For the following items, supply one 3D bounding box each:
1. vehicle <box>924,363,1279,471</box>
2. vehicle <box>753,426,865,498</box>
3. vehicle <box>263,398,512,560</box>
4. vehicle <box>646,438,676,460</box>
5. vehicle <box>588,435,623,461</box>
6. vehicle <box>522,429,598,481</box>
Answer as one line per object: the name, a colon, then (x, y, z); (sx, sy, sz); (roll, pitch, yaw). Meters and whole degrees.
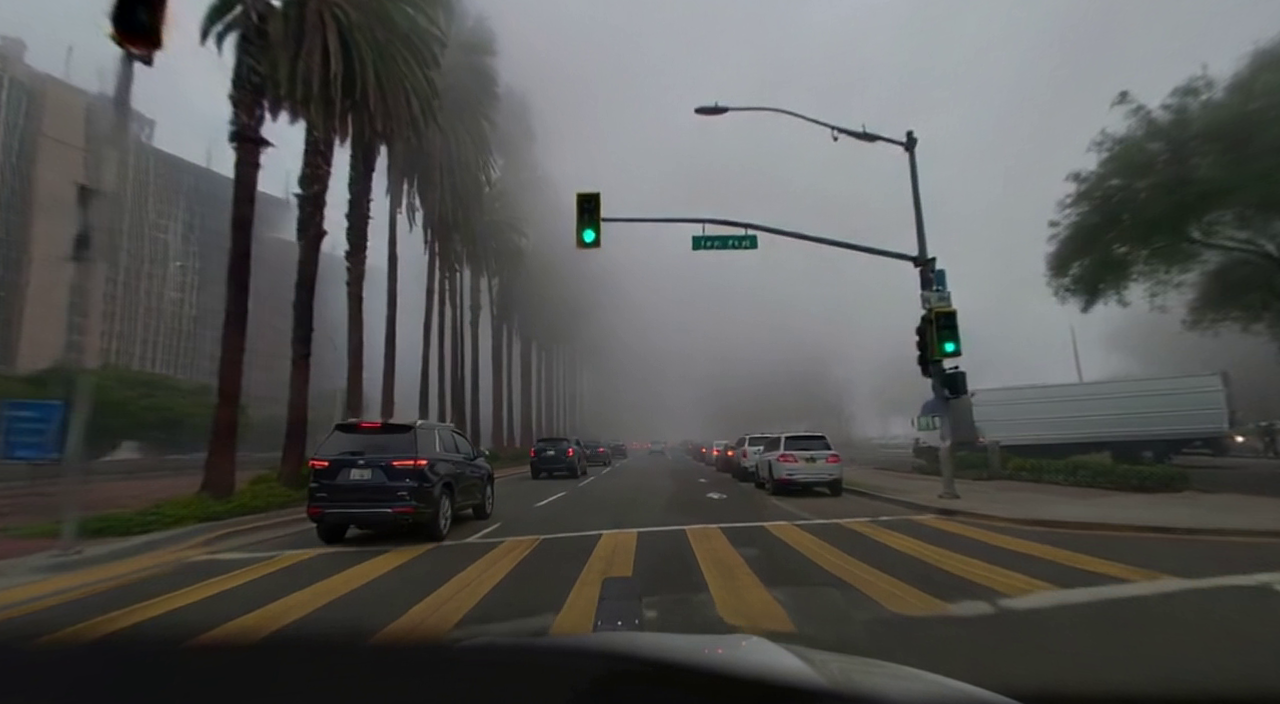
vehicle: (17.073, 2.781, 24.413); (10.428, 3.452, 2.869); (-8, -11, 39)
vehicle: (4.515, 3.014, 17.653); (1.965, 1.735, 4.835); (0, -8, 2)
vehicle: (-3.270, 1.734, 9.233); (1.800, 1.797, 4.224); (0, -8, 1)
vehicle: (1.441, 6.831, 44.213); (2.036, 1.461, 3.890); (0, -8, 1)
vehicle: (-2.292, 6.553, 42.932); (1.955, 1.637, 4.243); (0, -8, 3)
vehicle: (-2.821, 3.768, 23.245); (2.014, 1.740, 4.392); (0, -8, 2)
